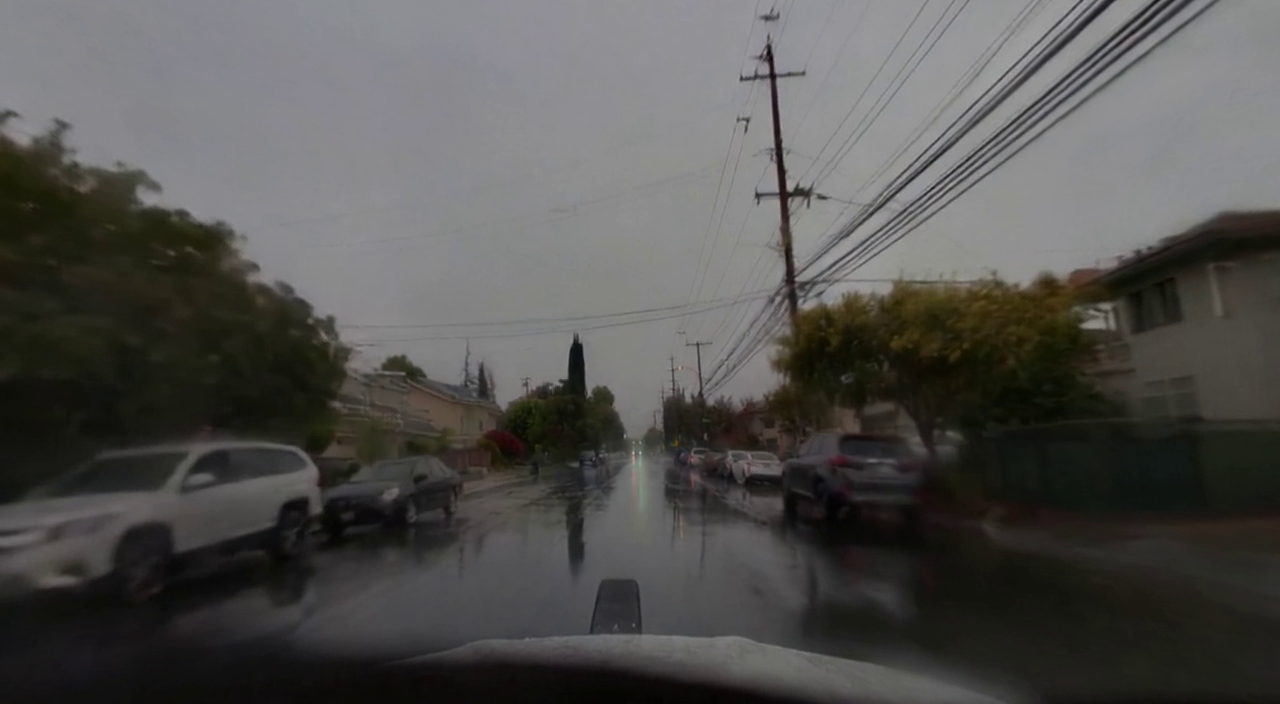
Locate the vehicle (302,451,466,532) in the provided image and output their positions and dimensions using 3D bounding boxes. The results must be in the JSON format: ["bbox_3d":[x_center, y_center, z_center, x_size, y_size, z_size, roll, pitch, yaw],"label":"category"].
[{"bbox_3d":[-5.443,2.978,14.144,1.856,1.499,4.216,0,-9,1],"label":"vehicle"}]

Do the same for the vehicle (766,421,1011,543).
[{"bbox_3d":[4.538,2.502,13.052,2.462,1.894,6.076,0,-9,-1],"label":"vehicle"}]

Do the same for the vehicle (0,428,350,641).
[{"bbox_3d":[-5.408,1.783,7.327,1.971,1.648,4.638,0,-9,-2],"label":"vehicle"}]

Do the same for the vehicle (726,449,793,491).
[{"bbox_3d":[4.684,4.678,25.449,1.859,1.469,4.550,0,-9,0],"label":"vehicle"}]
